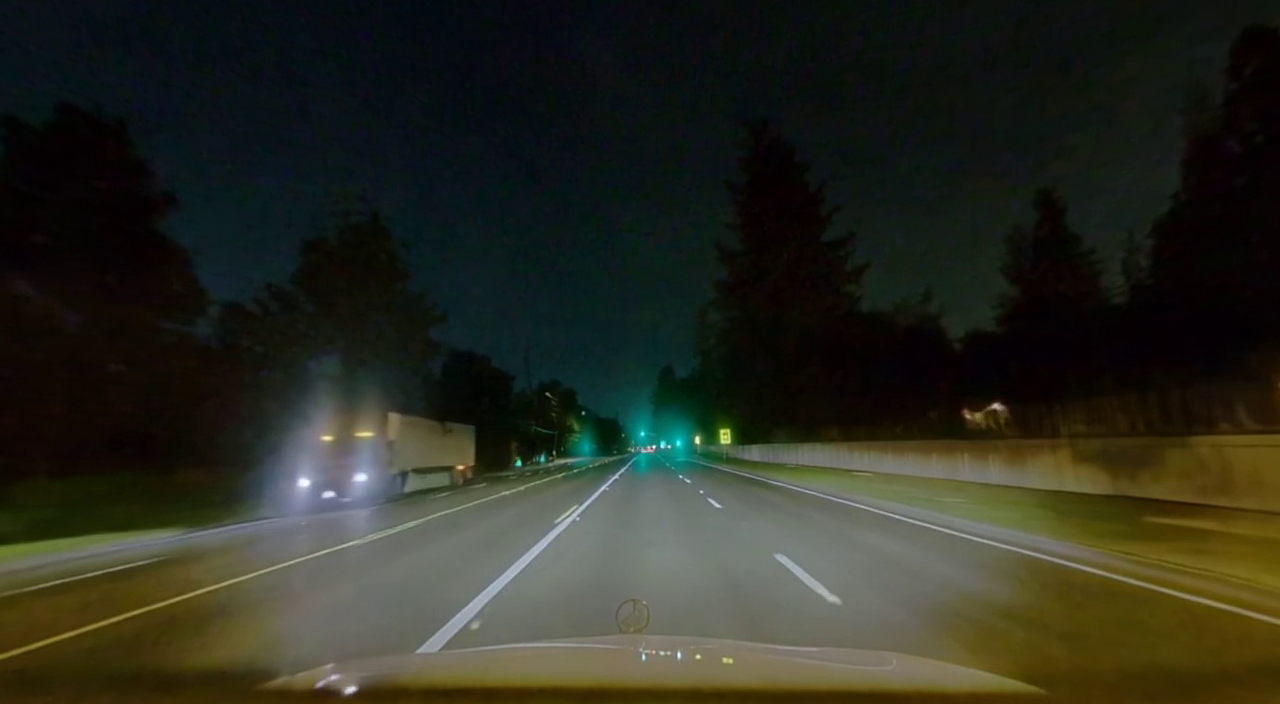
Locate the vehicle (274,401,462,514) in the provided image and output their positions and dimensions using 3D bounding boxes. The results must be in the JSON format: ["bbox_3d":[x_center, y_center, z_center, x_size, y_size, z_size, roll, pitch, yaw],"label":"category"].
[{"bbox_3d":[-8.856,3.592,22.021,2.757,3.141,8.316,0,-9,1],"label":"vehicle"}]
